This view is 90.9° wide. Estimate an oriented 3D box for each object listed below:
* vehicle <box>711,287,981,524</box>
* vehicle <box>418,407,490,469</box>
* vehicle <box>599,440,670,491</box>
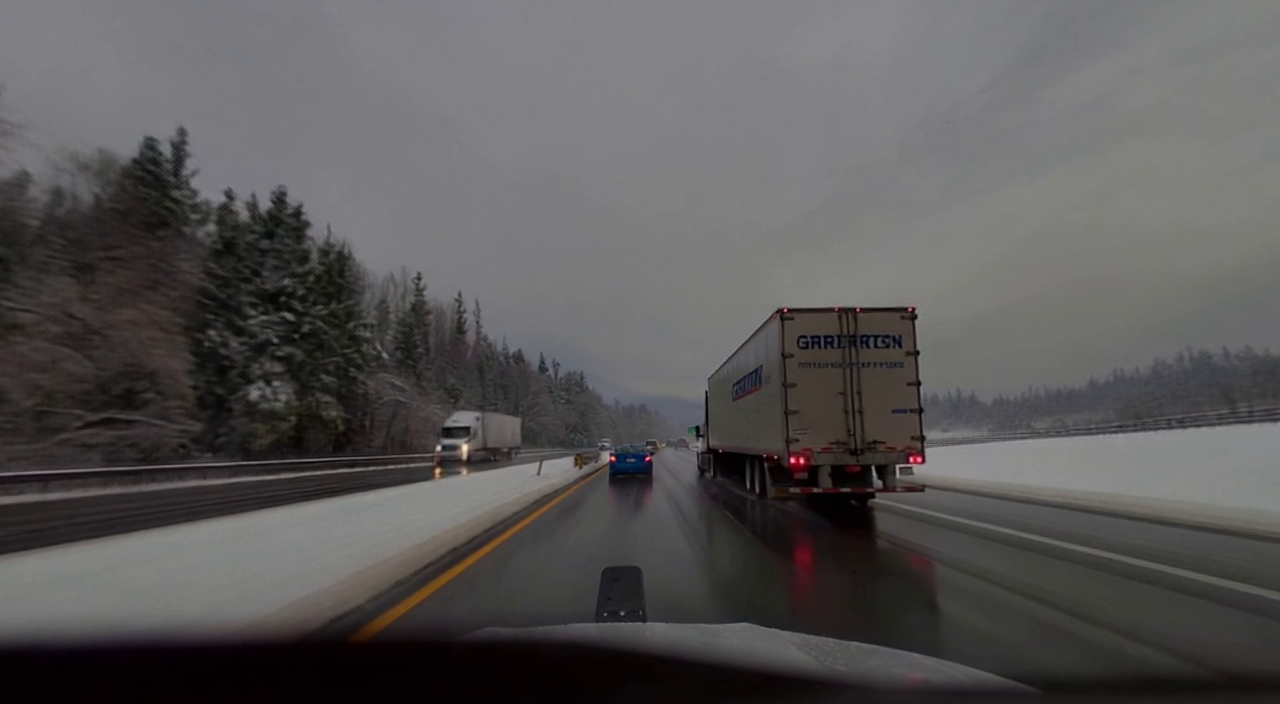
[{"bbox_3d":[4.288,1.999,18.001,2.909,4.074,14.457,0,-9,0],"label":"vehicle"},{"bbox_3d":[-12.610,5.977,43.396,3.028,3.921,5.723,0,-9,1],"label":"vehicle"},{"bbox_3d":[-0.154,3.609,20.276,2.074,1.475,3.960,0,-9,0],"label":"vehicle"}]
